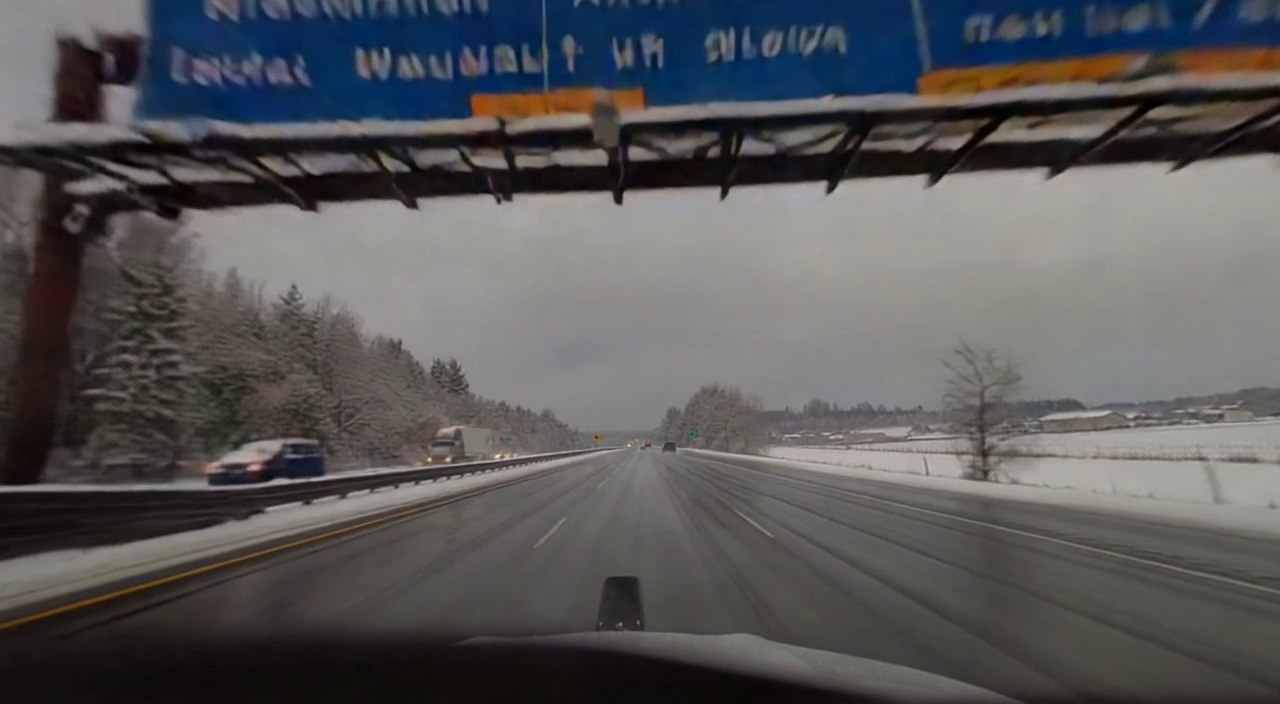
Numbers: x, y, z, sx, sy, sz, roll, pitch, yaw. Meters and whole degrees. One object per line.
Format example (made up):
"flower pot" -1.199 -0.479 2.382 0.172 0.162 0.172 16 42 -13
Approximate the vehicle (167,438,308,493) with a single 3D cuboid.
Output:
"vehicle" -14.679 4.145 23.412 2.040 1.827 4.736 0 -9 0
